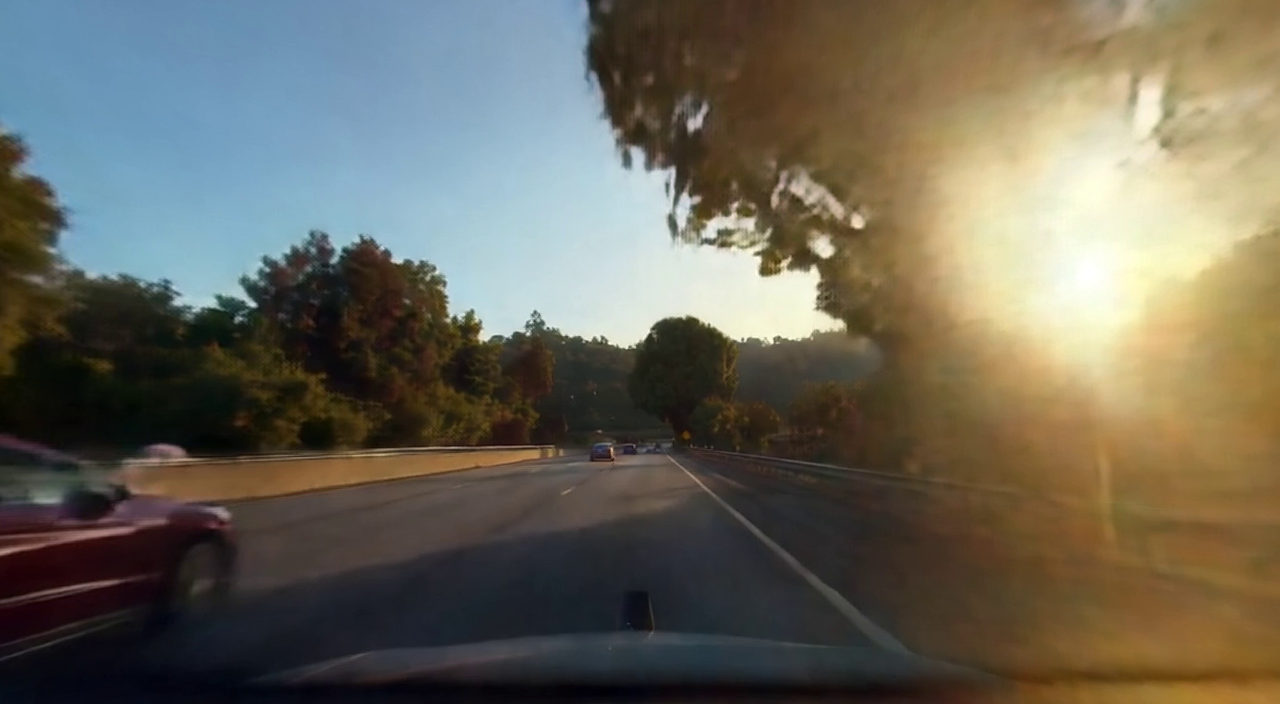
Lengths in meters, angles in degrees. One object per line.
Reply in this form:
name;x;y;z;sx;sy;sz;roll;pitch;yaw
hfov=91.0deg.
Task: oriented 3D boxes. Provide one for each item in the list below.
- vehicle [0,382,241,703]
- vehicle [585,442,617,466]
vehicle;-3.936;0.842;2.375;1.993;1.538;4.192;0;-8;2
vehicle;-2.667;7.094;44.103;2.015;1.561;4.469;0;-8;0
